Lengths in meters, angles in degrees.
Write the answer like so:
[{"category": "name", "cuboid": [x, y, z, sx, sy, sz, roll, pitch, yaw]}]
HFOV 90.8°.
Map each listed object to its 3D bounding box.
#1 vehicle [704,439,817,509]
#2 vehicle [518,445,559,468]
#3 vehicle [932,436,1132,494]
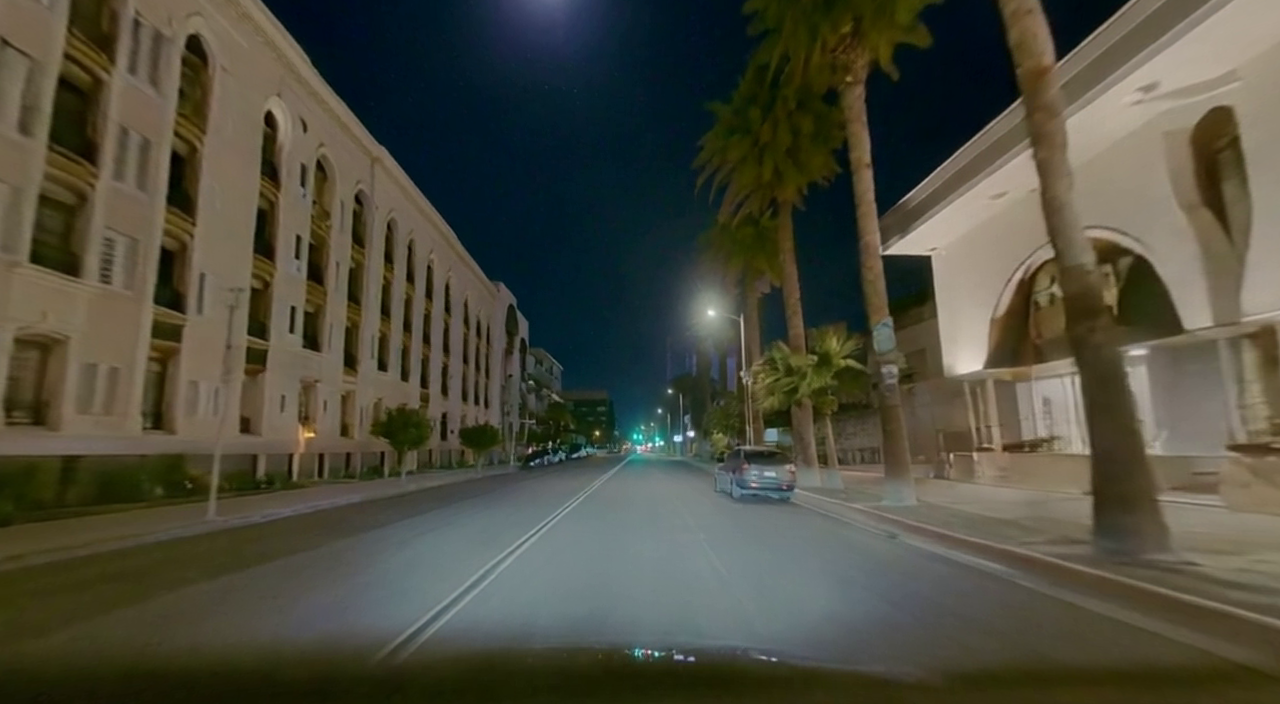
[{"category": "vehicle", "cuboid": [2.920, 3.040, 16.260, 1.985, 1.543, 4.112, 1, -8, -2]}, {"category": "vehicle", "cuboid": [-6.752, 7.032, 42.592, 2.142, 1.401, 4.477, 0, -9, -1]}, {"category": "vehicle", "cuboid": [11.956, 3.469, 19.518, 4.782, 1.657, 2.172, 1, -9, -4]}]
